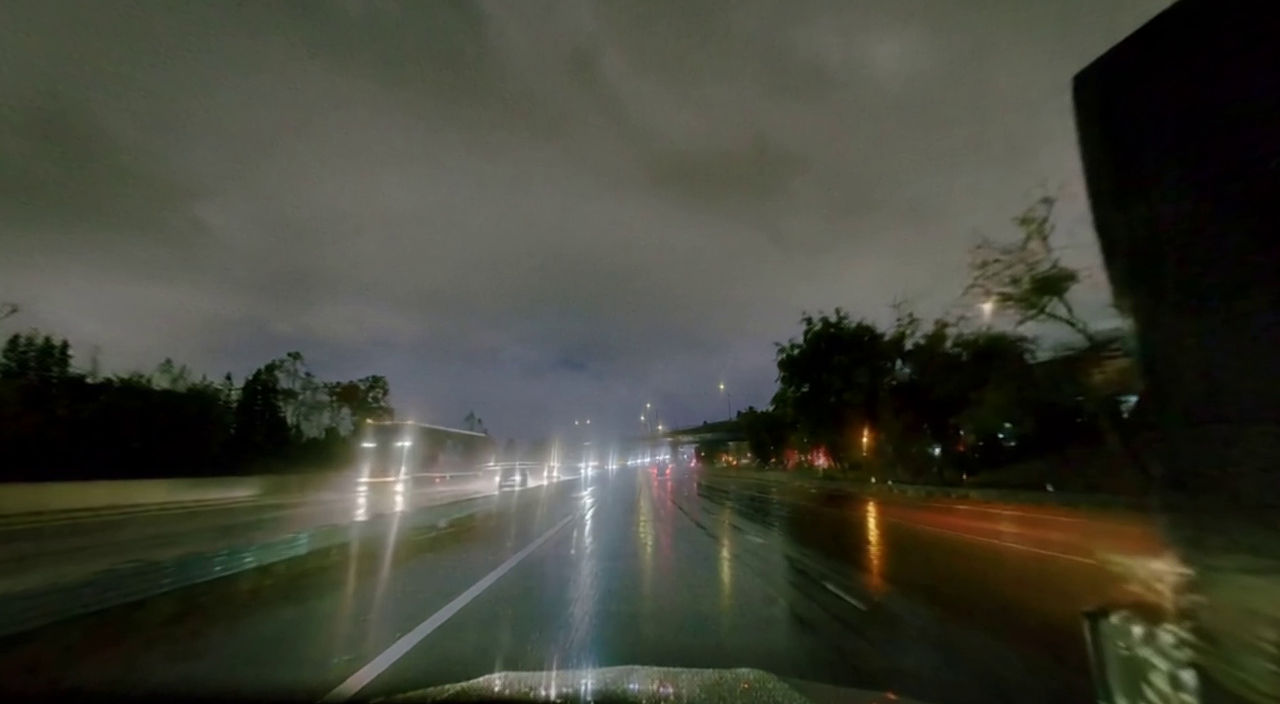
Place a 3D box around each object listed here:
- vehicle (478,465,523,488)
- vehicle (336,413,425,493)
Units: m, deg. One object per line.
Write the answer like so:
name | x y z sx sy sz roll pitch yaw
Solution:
vehicle | -9.115 8.189 41.540 1.903 1.395 4.235 1 -10 1
vehicle | -13.488 5.316 33.059 3.038 3.896 3.252 1 -10 0
